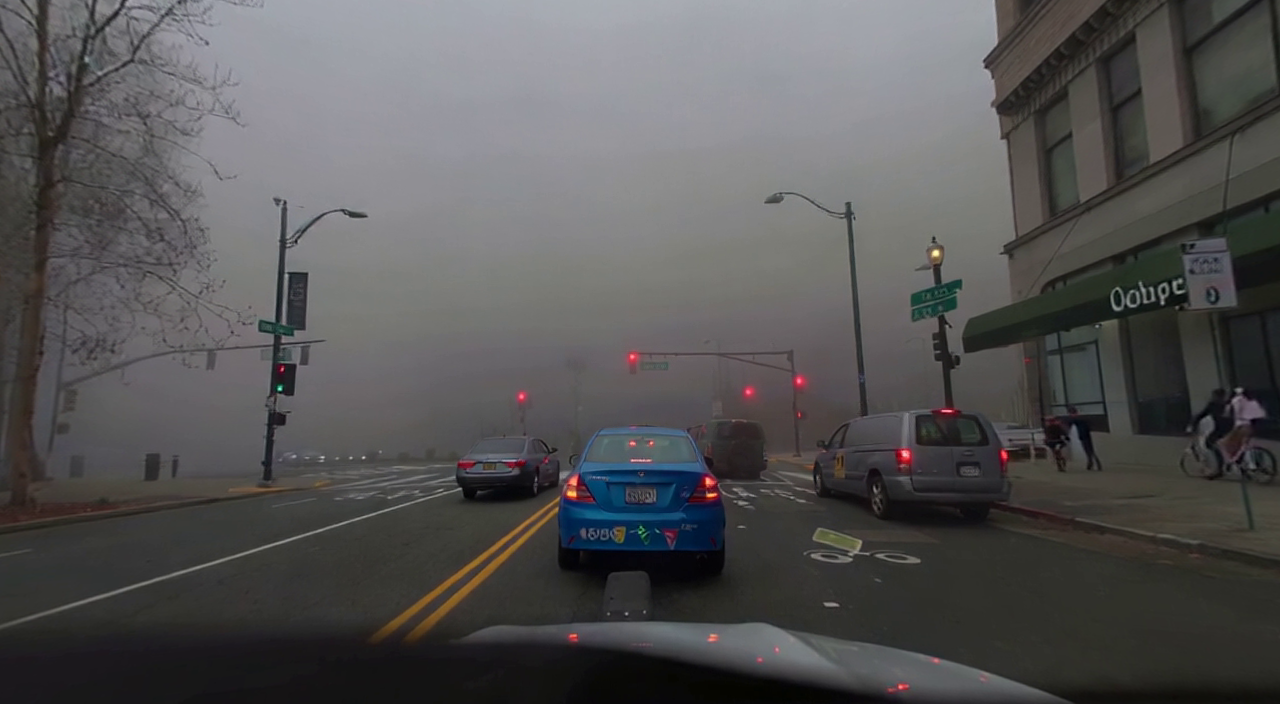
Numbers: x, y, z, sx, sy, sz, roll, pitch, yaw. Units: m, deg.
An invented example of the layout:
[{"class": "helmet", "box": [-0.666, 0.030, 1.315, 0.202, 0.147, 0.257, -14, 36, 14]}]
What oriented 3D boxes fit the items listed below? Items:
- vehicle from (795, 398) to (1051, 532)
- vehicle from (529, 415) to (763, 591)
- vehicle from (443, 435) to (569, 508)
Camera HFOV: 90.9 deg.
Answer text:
[{"class": "vehicle", "box": [4.505, 1.910, 11.141, 2.142, 1.829, 4.767, 0, -9, -2]}, {"class": "vehicle", "box": [0.038, 1.655, 7.722, 2.091, 1.557, 4.000, 0, -9, 0]}, {"class": "vehicle", "box": [-2.967, 2.762, 15.034, 2.039, 1.452, 4.489, 0, -9, 0]}]
